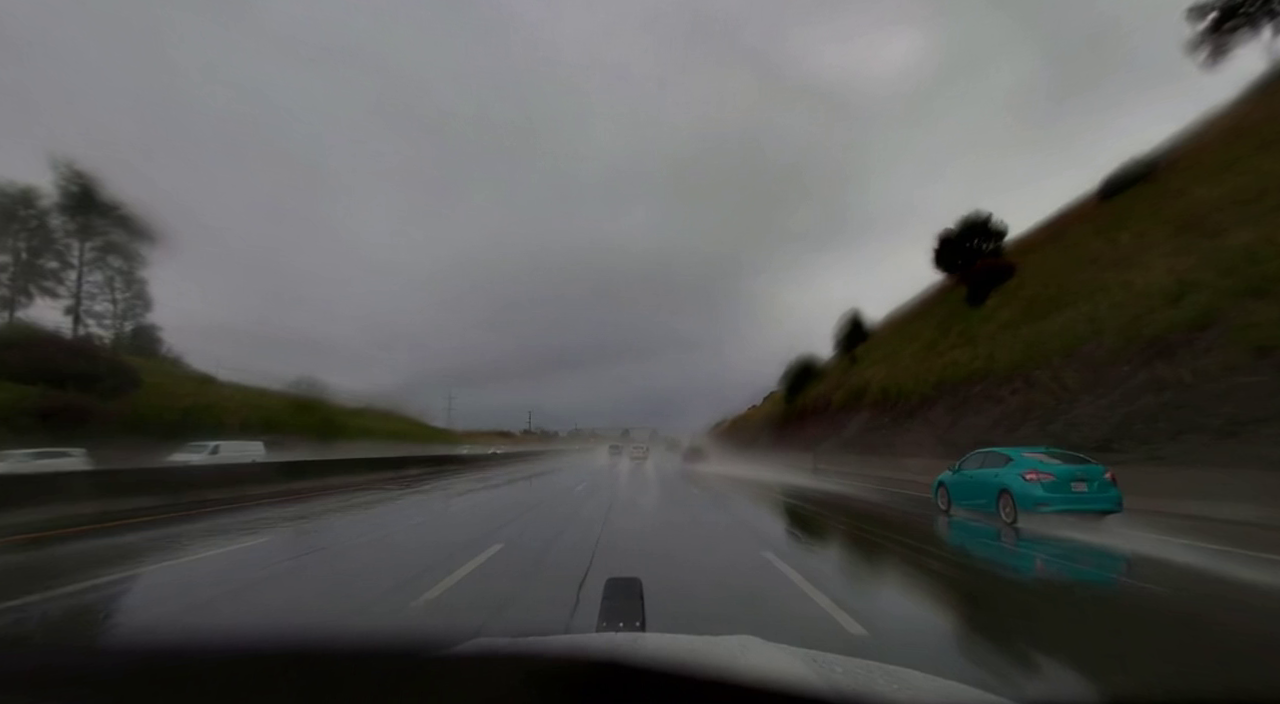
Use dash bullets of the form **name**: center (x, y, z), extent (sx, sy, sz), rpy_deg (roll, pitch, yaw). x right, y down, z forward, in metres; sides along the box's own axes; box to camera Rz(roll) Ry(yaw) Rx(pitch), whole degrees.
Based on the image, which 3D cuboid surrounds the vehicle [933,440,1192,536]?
- **vehicle**: center (8.128, 2.617, 12.876), extent (1.970, 1.545, 4.818), rpy_deg (0, -8, 0)

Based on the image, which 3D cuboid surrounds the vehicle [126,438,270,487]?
- **vehicle**: center (-19.783, 4.936, 28.655), extent (2.204, 1.959, 5.810), rpy_deg (0, -8, 1)

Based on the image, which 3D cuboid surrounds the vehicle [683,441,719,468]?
- **vehicle**: center (4.265, 7.288, 44.787), extent (2.159, 1.782, 4.673), rpy_deg (0, -8, 1)

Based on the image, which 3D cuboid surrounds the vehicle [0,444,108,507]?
- **vehicle**: center (-16.467, 3.143, 16.248), extent (1.795, 1.502, 4.053), rpy_deg (0, -8, 2)
